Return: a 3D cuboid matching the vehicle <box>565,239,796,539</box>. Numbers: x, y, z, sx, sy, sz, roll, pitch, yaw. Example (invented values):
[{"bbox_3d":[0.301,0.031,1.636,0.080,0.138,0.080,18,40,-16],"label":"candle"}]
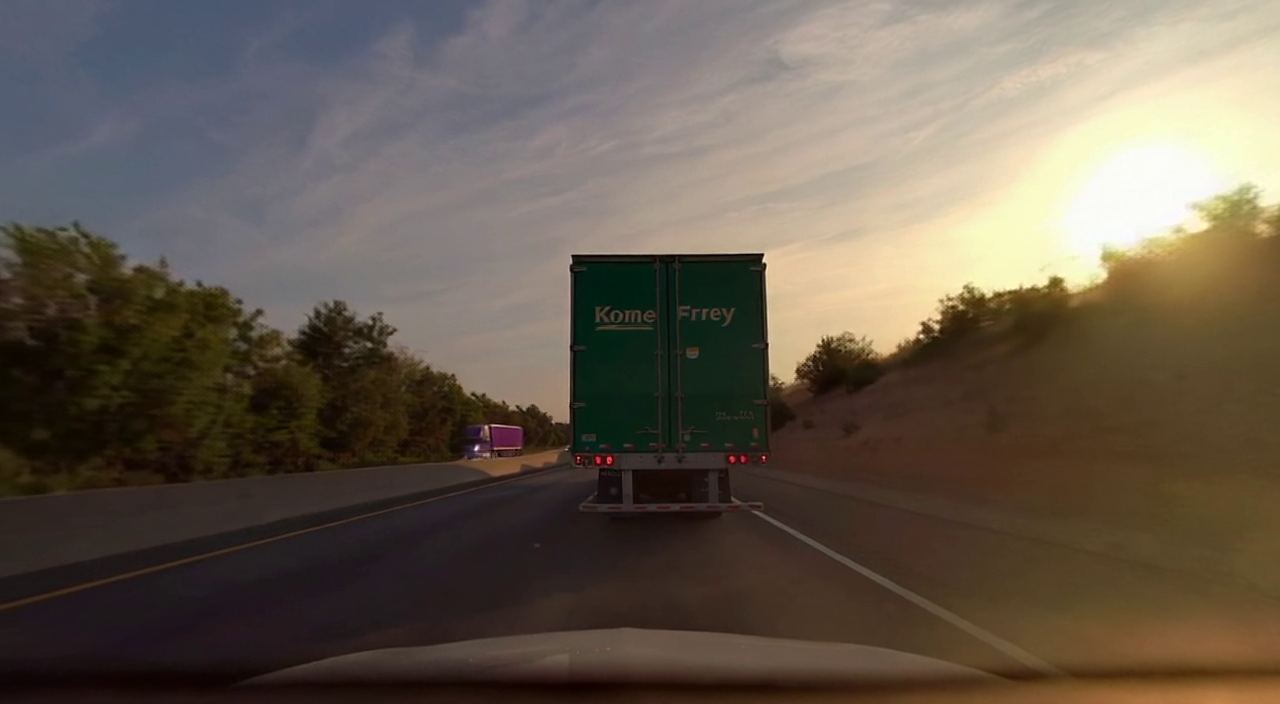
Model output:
[{"bbox_3d":[0.521,1.582,16.267,3.230,4.377,14.405,0,-9,0],"label":"vehicle"}]
